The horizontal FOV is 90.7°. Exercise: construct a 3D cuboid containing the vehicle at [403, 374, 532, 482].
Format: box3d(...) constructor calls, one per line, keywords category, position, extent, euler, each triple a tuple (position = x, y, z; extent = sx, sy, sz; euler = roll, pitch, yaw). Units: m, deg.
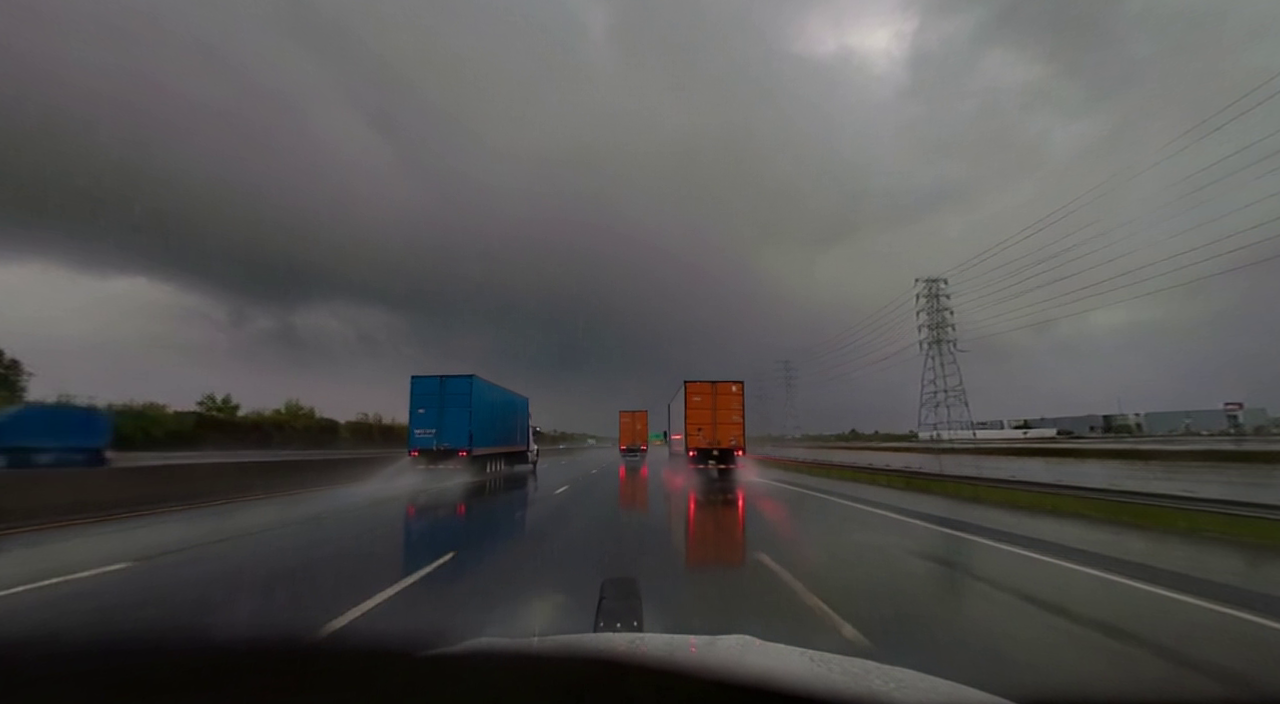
box3d(category="vehicle", position=(-7.357, 3.640, 29.190), extent=(2.937, 3.981, 11.119), euler=(-1, -9, -1))
